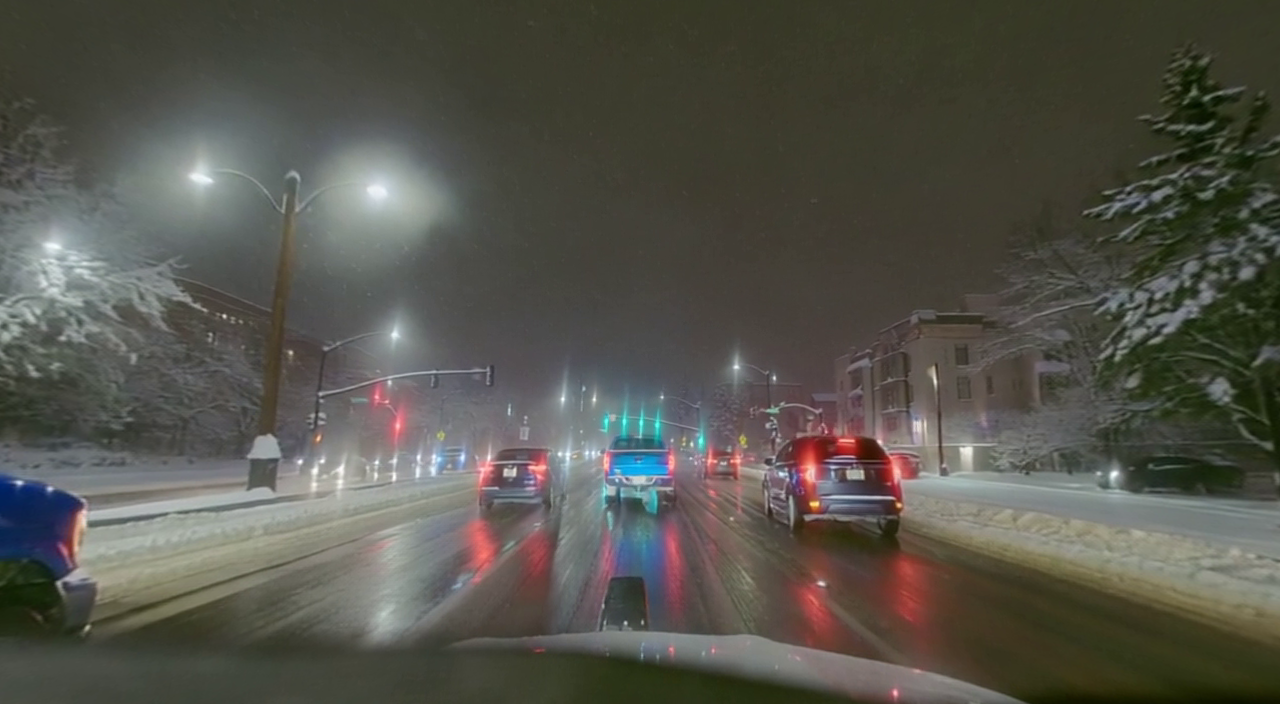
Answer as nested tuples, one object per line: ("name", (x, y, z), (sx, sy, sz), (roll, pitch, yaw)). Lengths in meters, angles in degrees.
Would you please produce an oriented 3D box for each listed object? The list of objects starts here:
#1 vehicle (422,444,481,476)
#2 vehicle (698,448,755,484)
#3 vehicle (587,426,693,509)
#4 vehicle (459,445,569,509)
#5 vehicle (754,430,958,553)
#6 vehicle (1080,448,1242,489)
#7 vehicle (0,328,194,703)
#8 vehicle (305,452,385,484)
("vehicle", (-11.690, 6.721, 39.495), (2.150, 1.838, 4.981), (0, -8, 0))
("vehicle", (3.853, 5.141, 28.841), (1.968, 1.472, 4.456), (0, -8, 0))
("vehicle", (-0.001, 3.092, 17.377), (2.493, 1.934, 4.957), (0, -8, 0))
("vehicle", (-3.207, 3.255, 16.998), (1.986, 1.465, 4.509), (0, -8, 1))
("vehicle", (3.290, 2.194, 10.641), (1.955, 1.628, 4.152), (0, -8, 0))
("vehicle", (22.228, 4.952, 27.191), (2.003, 1.515, 4.939), (3, -9, -21))
("vehicle", (-3.535, 0.597, 1.144), (1.994, 1.759, 4.709), (0, -8, 0))
("vehicle", (-15.298, 6.013, 33.017), (1.932, 1.449, 4.545), (0, -8, 1))
